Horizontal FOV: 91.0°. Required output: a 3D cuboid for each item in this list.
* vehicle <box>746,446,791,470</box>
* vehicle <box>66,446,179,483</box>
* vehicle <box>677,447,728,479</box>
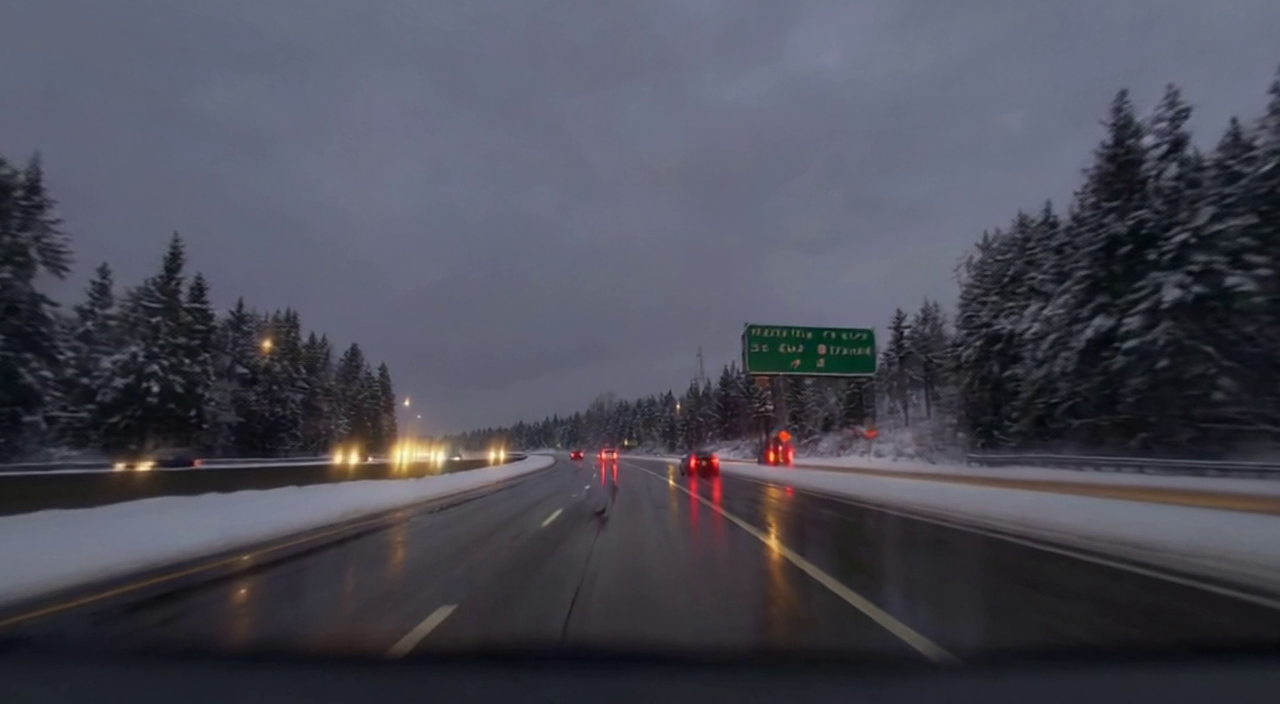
[{"bbox_3d":[9.368,7.804,46.287,1.909,1.634,4.739,1,-9,-6],"label":"vehicle"},{"bbox_3d":[-28.991,6.328,35.573,2.106,1.879,5.124,0,-9,-2],"label":"vehicle"},{"bbox_3d":[3.206,5.808,33.122,1.975,1.562,3.823,1,-9,-5],"label":"vehicle"}]
